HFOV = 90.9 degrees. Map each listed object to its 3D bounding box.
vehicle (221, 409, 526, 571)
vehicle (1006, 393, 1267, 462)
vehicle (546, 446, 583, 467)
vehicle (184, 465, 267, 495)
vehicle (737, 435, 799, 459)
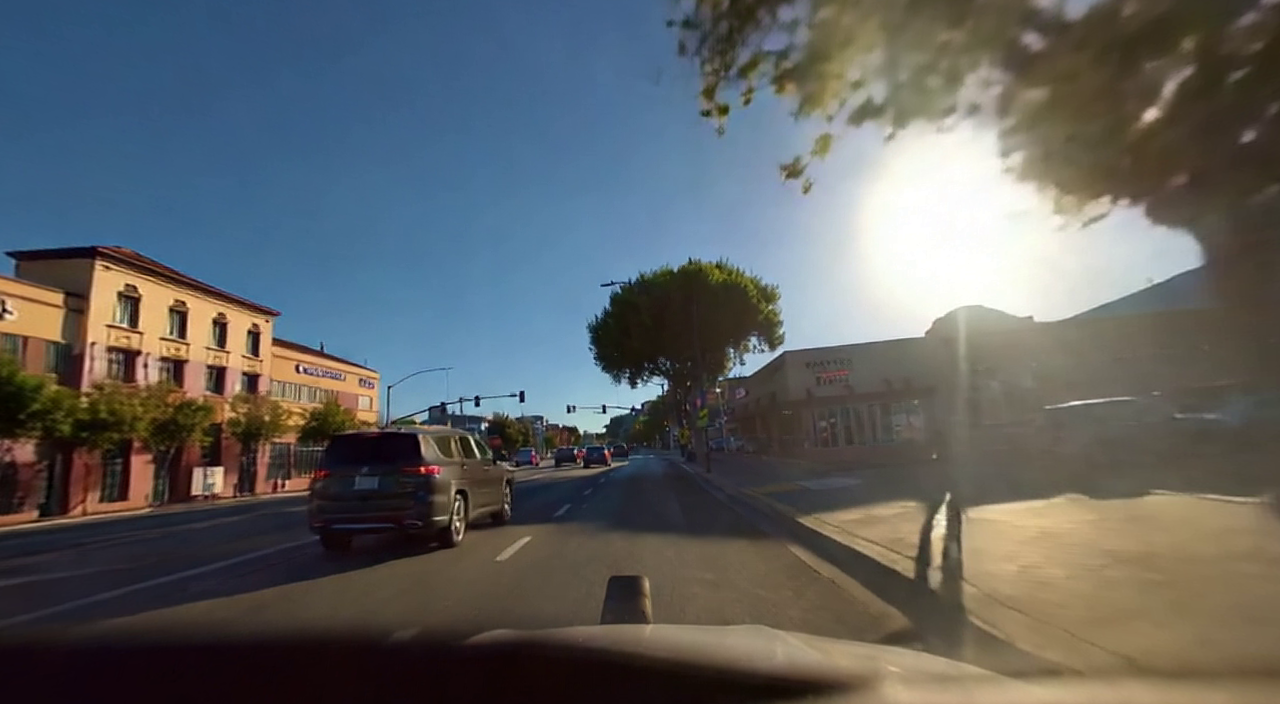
[{"bbox_3d":[-3.348,1.863,9.347,2.277,1.743,4.893,0,-8,1],"label":"vehicle"},{"bbox_3d":[11.842,1.858,15.330,4.573,1.532,1.983,-1,-9,1],"label":"vehicle"},{"bbox_3d":[-5.666,7.870,47.824,2.030,1.488,4.650,-1,-8,2],"label":"vehicle"},{"bbox_3d":[-27.954,8.589,42.540,4.398,1.737,1.950,6,-10,-37],"label":"vehicle"},{"bbox_3d":[9.864,7.358,48.890,4.361,1.550,2.087,1,-13,2],"label":"vehicle"}]
